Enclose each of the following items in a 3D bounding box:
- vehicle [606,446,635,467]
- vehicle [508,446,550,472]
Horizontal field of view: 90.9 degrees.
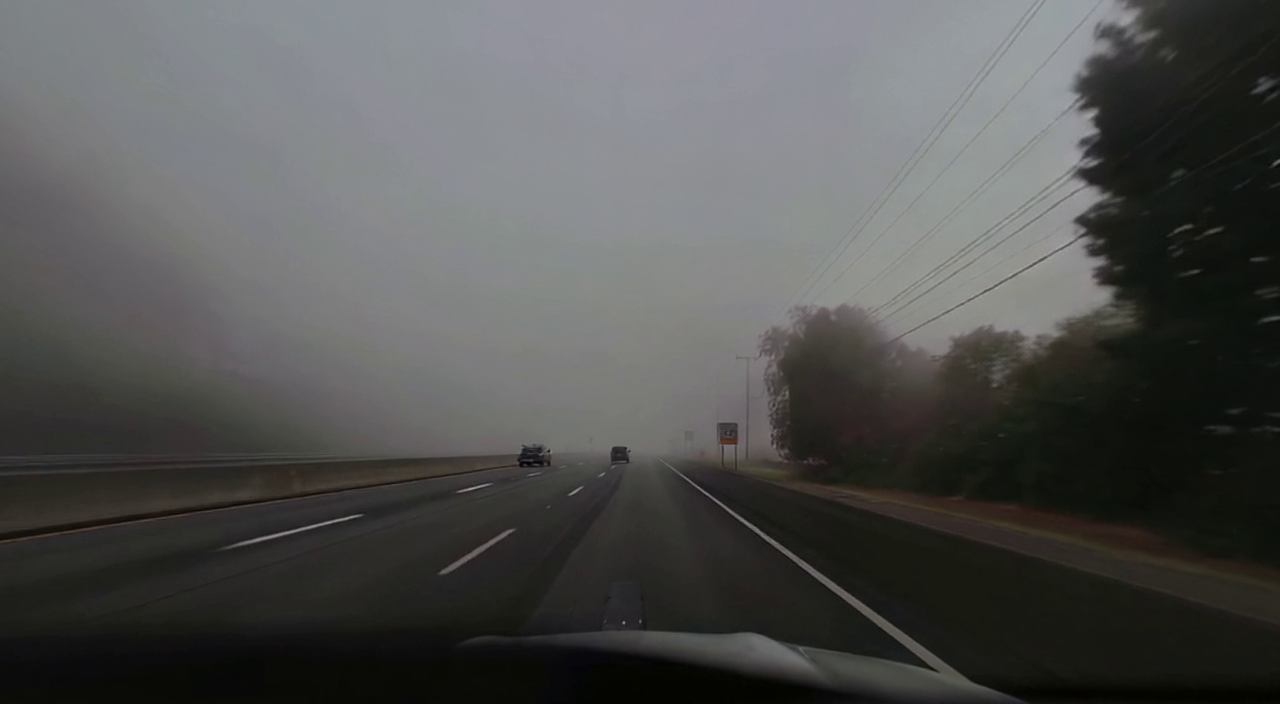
[{"bbox_3d":[-1.418,7.791,47.047,1.968,1.462,3.937,0,-9,1],"label":"vehicle"},{"bbox_3d":[-6.878,6.673,39.451,1.911,1.491,3.624,0,-9,2],"label":"vehicle"}]
